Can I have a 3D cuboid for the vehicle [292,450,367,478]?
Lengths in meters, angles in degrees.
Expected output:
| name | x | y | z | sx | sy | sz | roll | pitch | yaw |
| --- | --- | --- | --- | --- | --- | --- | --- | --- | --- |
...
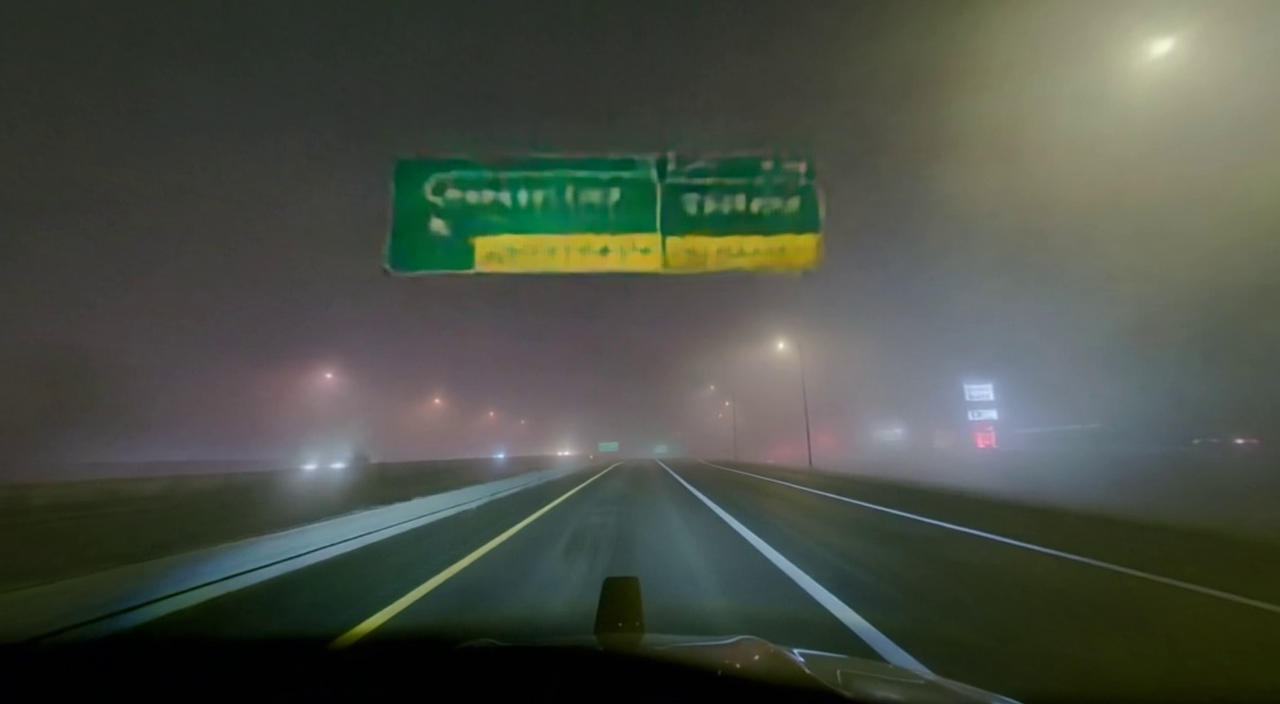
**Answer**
| name | x | y | z | sx | sy | sz | roll | pitch | yaw |
| --- | --- | --- | --- | --- | --- | --- | --- | --- | --- |
| vehicle | -17.506 | 6.289 | 35.720 | 1.920 | 1.481 | 4.515 | 0 | -9 | 0 |
